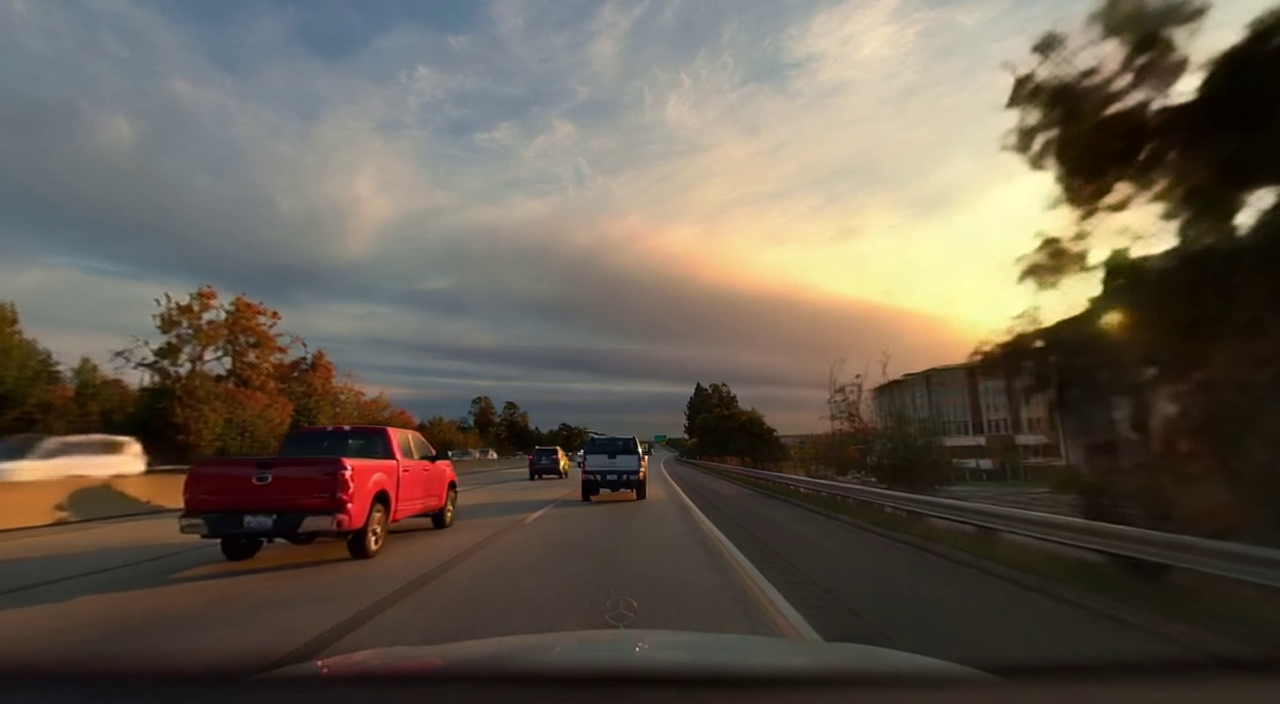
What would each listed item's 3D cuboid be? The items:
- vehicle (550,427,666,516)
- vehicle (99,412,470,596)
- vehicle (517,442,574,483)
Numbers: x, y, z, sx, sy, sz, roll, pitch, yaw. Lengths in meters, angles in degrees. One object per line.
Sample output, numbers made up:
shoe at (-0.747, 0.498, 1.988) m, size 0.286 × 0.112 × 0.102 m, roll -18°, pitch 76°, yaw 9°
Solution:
vehicle at (-0.597, 2.702, 14.795) m, size 2.293 × 1.753 × 4.380 m, roll 0°, pitch -8°, yaw 1°
vehicle at (-4.030, 1.803, 8.560) m, size 2.038 × 1.704 × 5.181 m, roll 0°, pitch -8°, yaw -1°
vehicle at (-4.403, 5.221, 30.137) m, size 1.991 × 1.776 × 4.333 m, roll 0°, pitch -8°, yaw 1°
